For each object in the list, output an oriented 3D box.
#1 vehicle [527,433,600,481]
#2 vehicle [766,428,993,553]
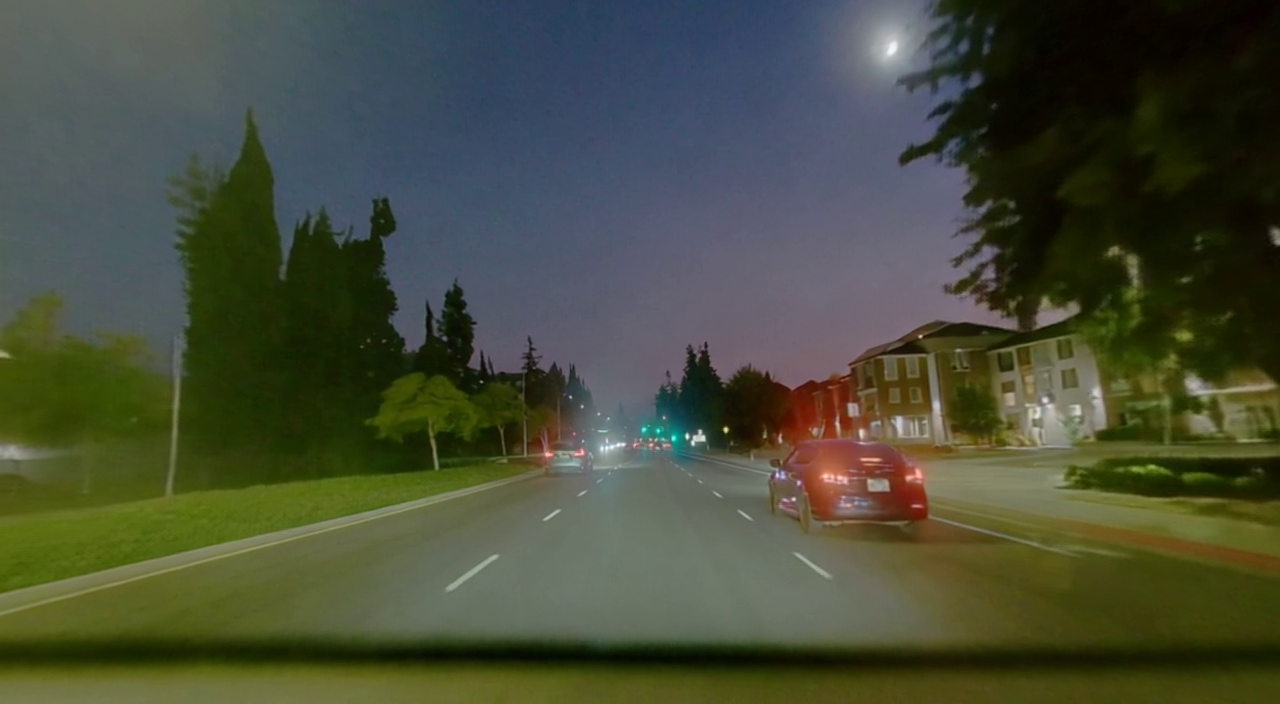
[{"bbox_3d":[-3.103,4.397,26.755,2.216,1.828,4.886,-1,-8,3],"label":"vehicle"},{"bbox_3d":[3.402,2.038,10.020,1.945,1.530,4.320,0,-8,1],"label":"vehicle"}]
